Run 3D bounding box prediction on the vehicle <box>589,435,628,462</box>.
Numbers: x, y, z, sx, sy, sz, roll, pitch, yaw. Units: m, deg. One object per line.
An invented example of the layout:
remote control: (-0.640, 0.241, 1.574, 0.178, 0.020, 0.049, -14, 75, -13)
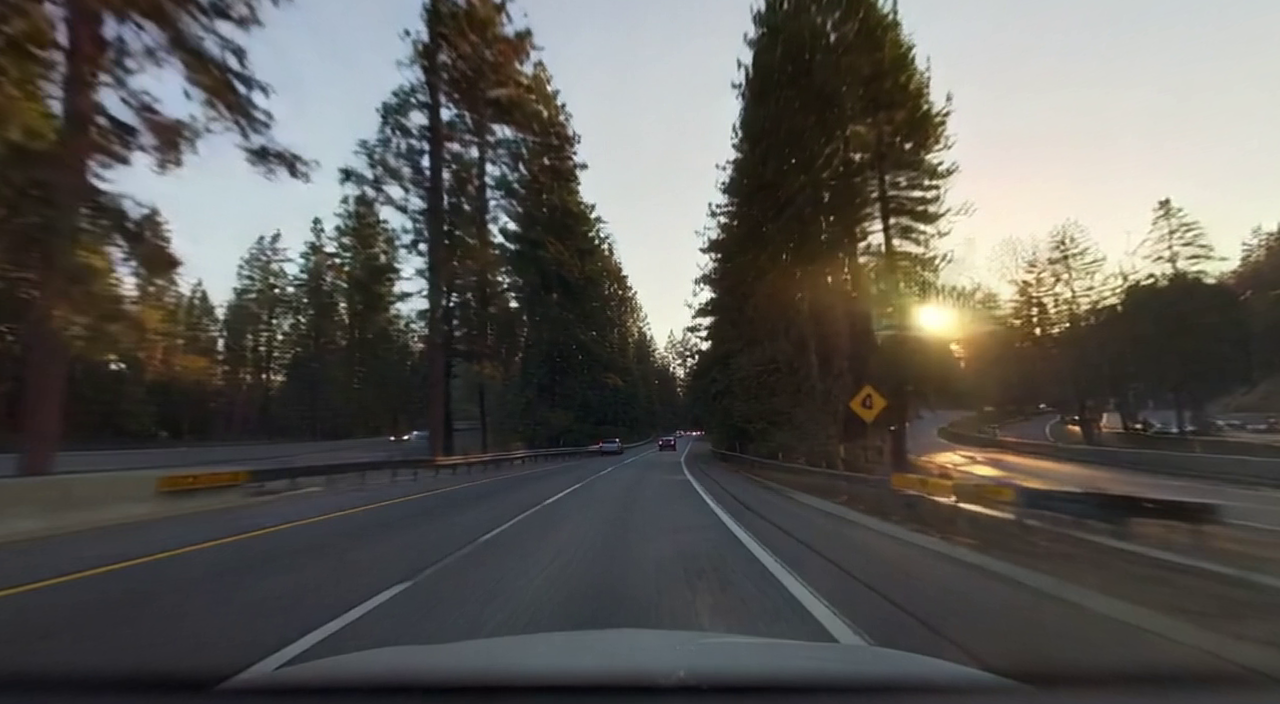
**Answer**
vehicle: (-2.094, 6.646, 43.357, 2.129, 1.742, 4.217, -1, -8, 5)
